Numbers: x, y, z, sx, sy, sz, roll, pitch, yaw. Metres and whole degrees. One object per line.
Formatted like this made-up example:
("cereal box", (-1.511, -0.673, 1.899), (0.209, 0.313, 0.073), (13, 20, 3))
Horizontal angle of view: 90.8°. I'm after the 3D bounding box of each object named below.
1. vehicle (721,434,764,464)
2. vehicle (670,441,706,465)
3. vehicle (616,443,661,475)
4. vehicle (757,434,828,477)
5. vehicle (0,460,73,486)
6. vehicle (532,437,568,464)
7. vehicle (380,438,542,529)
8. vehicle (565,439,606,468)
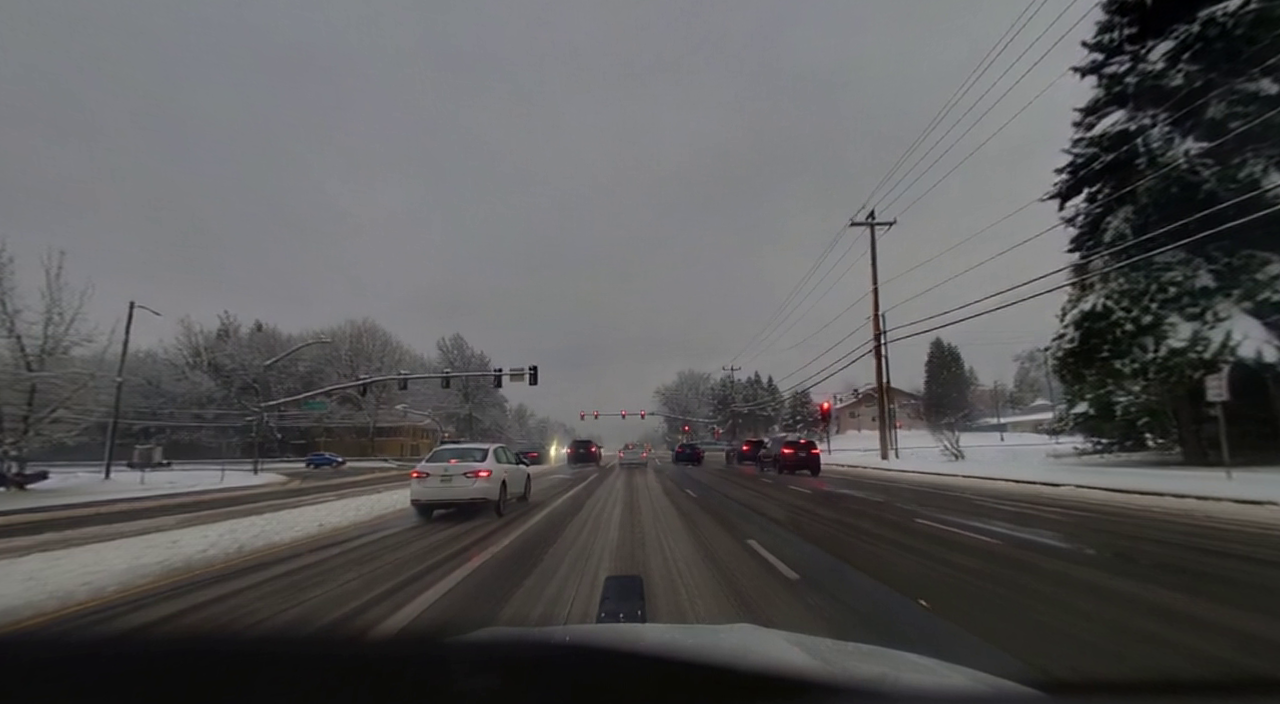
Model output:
("vehicle", (7.345, 7.025, 45.759), (2.156, 1.982, 5.358), (0, -9, -1))
("vehicle", (3.199, 6.871, 43.213), (1.987, 1.515, 4.521), (0, -8, -2))
("vehicle", (-0.070, 5.262, 31.297), (2.098, 1.431, 3.958), (0, -8, 0))
("vehicle", (6.526, 4.482, 27.510), (1.945, 1.706, 4.190), (0, -8, -2))
("vehicle", (-39.910, 7.853, 40.864), (4.697, 1.443, 1.662), (-2, -9, -4))
("vehicle", (-7.024, 7.732, 49.595), (2.105, 1.985, 4.336), (0, -8, 1))
("vehicle", (-3.254, 2.469, 12.479), (1.837, 1.463, 4.311), (0, -8, 1))
("vehicle", (-3.336, 6.311, 39.400), (2.033, 1.714, 4.278), (0, -8, 1))
